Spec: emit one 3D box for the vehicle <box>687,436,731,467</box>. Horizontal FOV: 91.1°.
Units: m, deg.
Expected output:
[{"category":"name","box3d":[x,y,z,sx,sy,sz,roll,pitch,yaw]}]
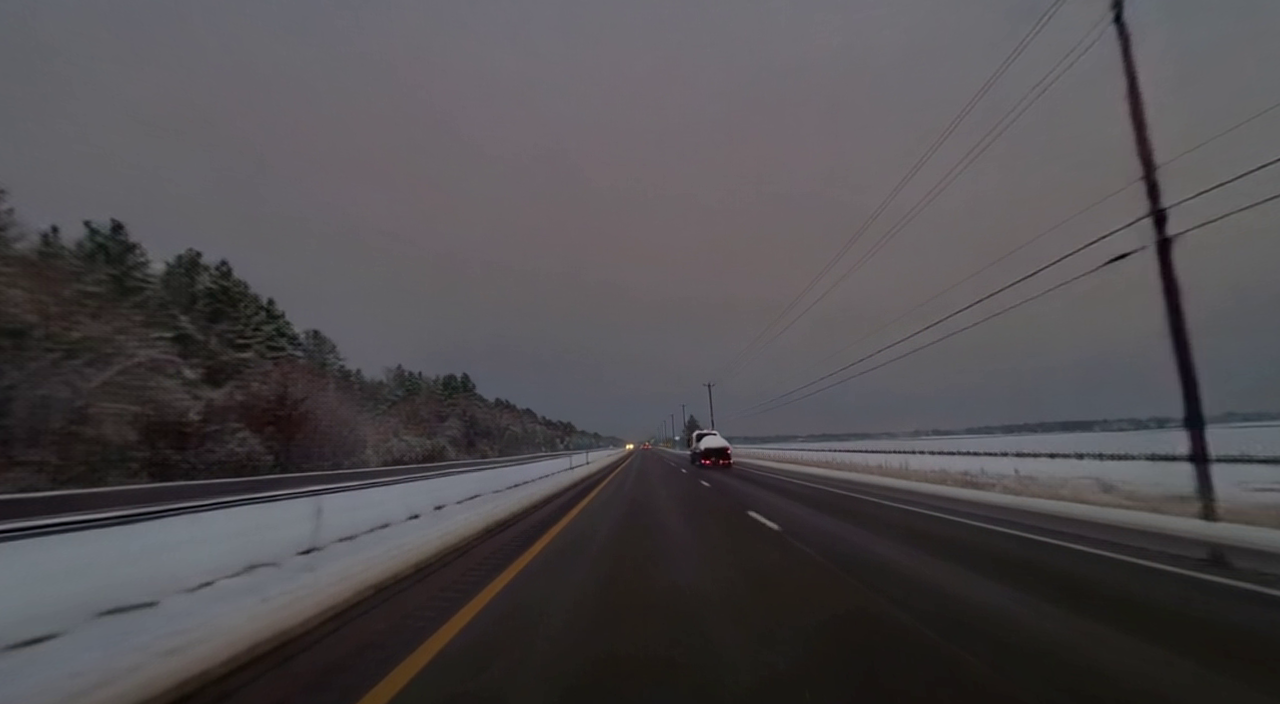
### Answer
[{"category":"vehicle","box3d":[4.383,6.412,40.620,2.228,1.852,5.449,0,-8,0]}]
